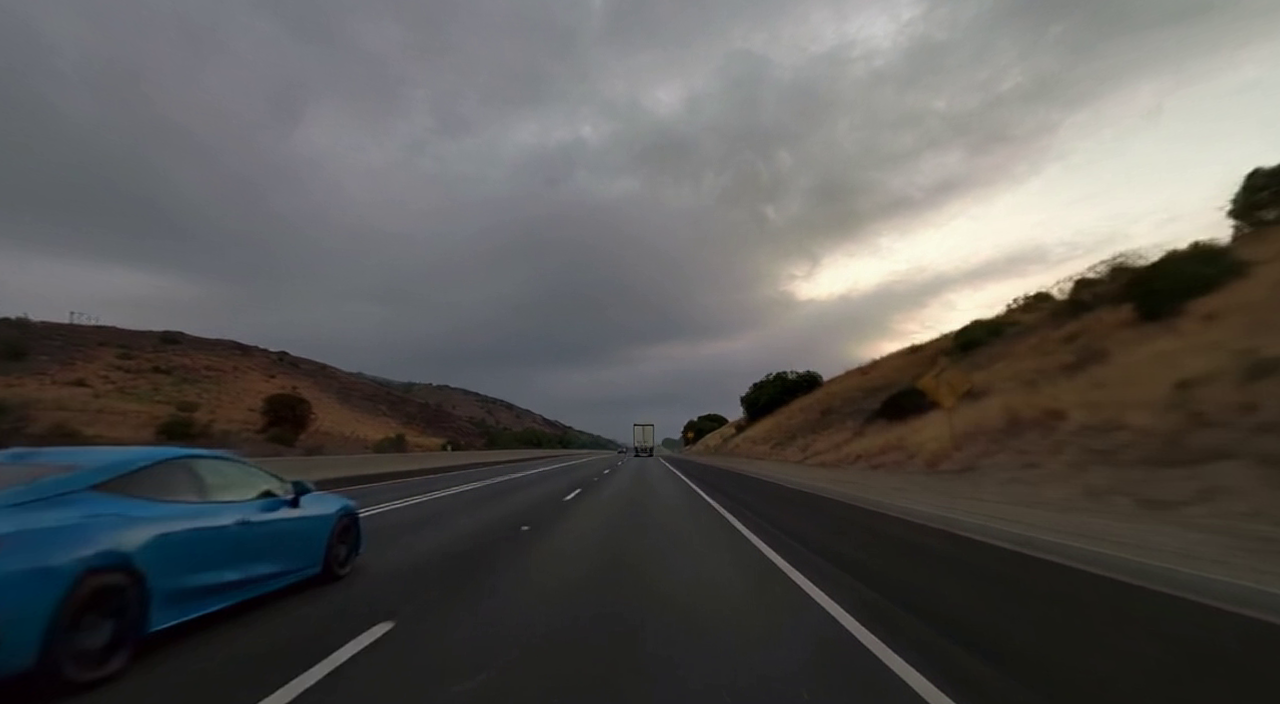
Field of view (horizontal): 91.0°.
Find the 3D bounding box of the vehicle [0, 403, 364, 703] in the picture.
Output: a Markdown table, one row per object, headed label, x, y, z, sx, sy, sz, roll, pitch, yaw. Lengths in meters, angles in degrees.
| label | x | y | z | sx | sy | sz | roll | pitch | yaw |
| --- | --- | --- | --- | --- | --- | --- | --- | --- | --- |
| vehicle | -3.919 | 1.214 | 4.051 | 2.038 | 1.596 | 4.769 | 0 | -8 | 1 |
